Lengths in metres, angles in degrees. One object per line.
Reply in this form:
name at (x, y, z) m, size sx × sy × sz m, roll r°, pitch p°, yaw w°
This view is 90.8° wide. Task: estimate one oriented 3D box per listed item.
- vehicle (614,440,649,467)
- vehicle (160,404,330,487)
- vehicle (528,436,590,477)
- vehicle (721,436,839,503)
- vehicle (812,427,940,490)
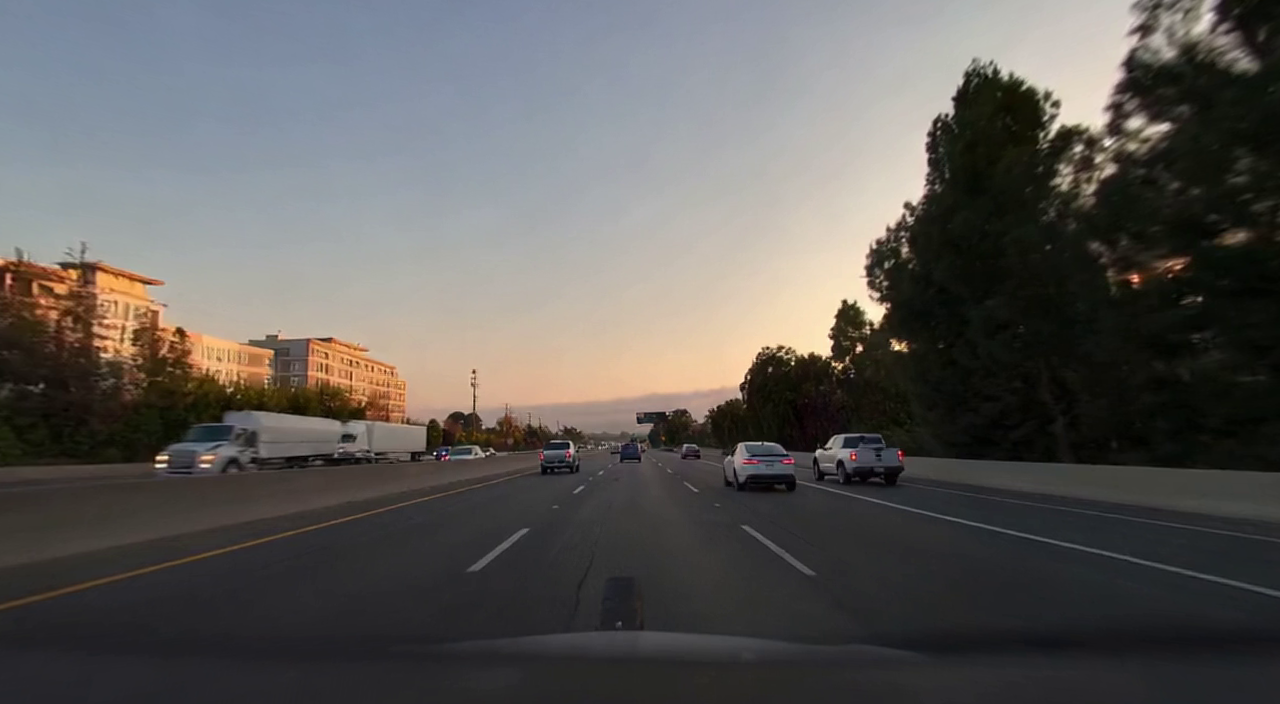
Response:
vehicle at (-0.561, 6.691, 41.627) m, size 2.191 × 1.685 × 4.015 m, roll 0°, pitch -9°, yaw 0°
vehicle at (-18.067, 4.397, 29.757) m, size 3.120 × 3.378 × 7.577 m, roll 0°, pitch -9°, yaw -1°
vehicle at (-3.699, 4.895, 29.738) m, size 2.256 × 1.756 × 4.745 m, roll 0°, pitch -9°, yaw 0°
vehicle at (3.520, 3.055, 16.842) m, size 1.987 × 1.509 × 4.512 m, roll 0°, pitch -9°, yaw -1°
vehicle at (7.452, 3.428, 20.622) m, size 2.176 × 1.793 × 4.841 m, roll 0°, pitch -9°, yaw -2°
